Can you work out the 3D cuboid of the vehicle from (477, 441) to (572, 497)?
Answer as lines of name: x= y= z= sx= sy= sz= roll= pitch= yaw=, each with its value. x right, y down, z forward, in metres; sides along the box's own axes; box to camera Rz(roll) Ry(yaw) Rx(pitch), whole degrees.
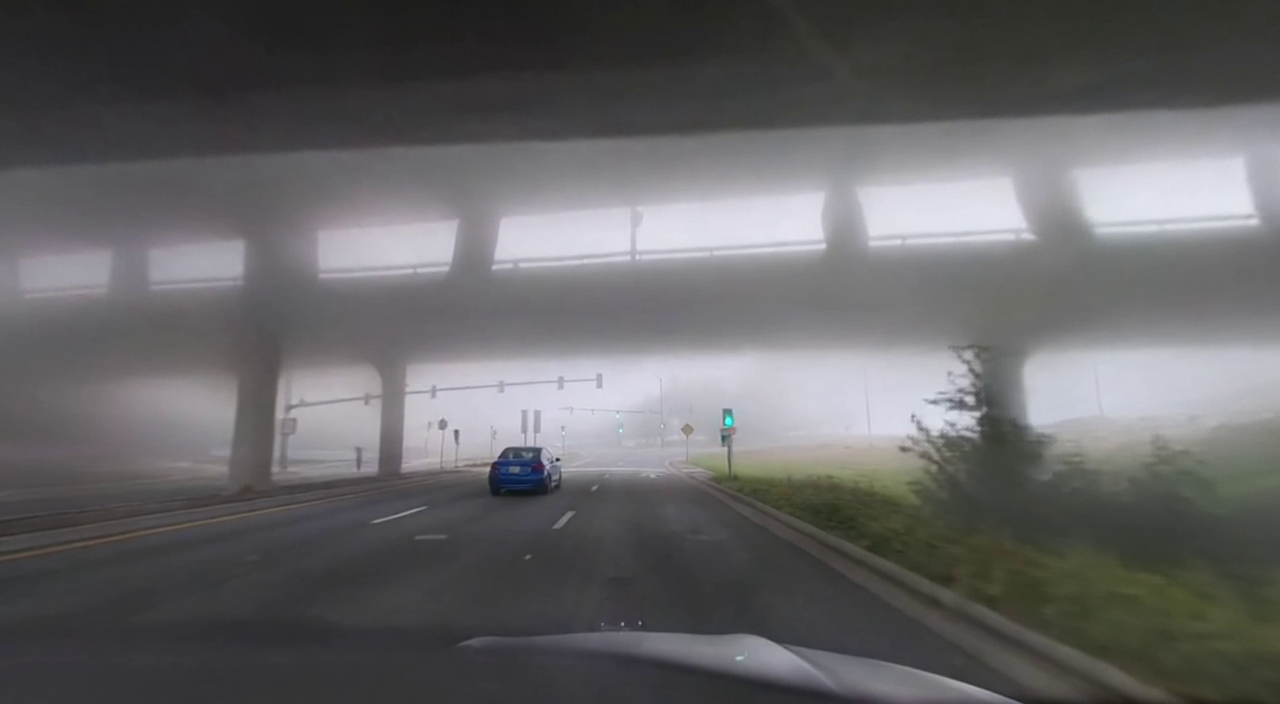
vehicle: x=-3.307 y=3.467 z=19.029 sx=1.963 sy=1.460 sz=4.614 roll=0 pitch=-9 yaw=1
